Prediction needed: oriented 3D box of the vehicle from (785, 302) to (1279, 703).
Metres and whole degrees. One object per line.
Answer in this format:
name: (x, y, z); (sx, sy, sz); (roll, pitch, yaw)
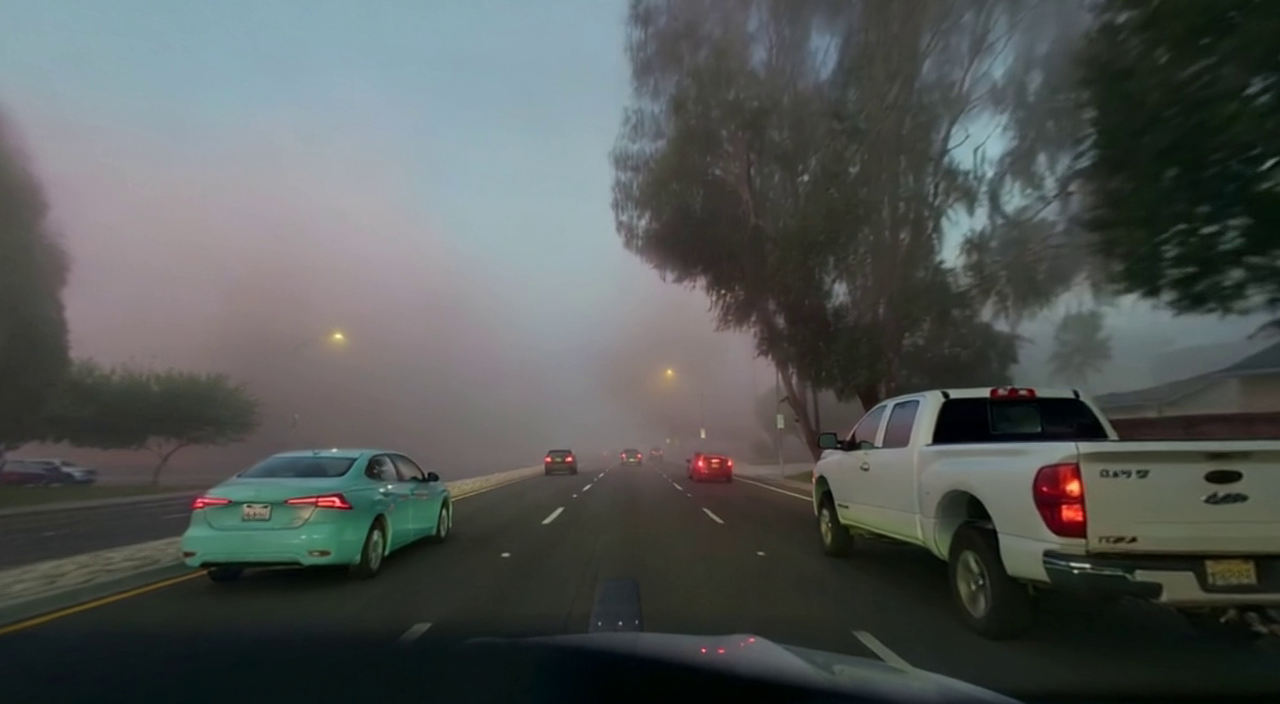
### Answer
vehicle: (3.296, 1.191, 5.759); (2.478, 2.030, 5.723); (0, -9, -1)

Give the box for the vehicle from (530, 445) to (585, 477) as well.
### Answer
vehicle: (-4.156, 5.596, 32.700); (2.263, 1.548, 4.555); (0, -9, -1)

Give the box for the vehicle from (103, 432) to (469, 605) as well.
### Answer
vehicle: (-3.743, 1.815, 7.842); (2.094, 1.509, 4.286); (0, -9, -1)

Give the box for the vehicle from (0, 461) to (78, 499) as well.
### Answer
vehicle: (-34.577, 7.225, 35.518); (5.036, 1.823, 2.374); (-8, -11, 22)

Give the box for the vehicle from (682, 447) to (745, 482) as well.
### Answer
vehicle: (3.225, 5.068, 28.820); (2.149, 1.421, 4.805); (0, -9, -2)
